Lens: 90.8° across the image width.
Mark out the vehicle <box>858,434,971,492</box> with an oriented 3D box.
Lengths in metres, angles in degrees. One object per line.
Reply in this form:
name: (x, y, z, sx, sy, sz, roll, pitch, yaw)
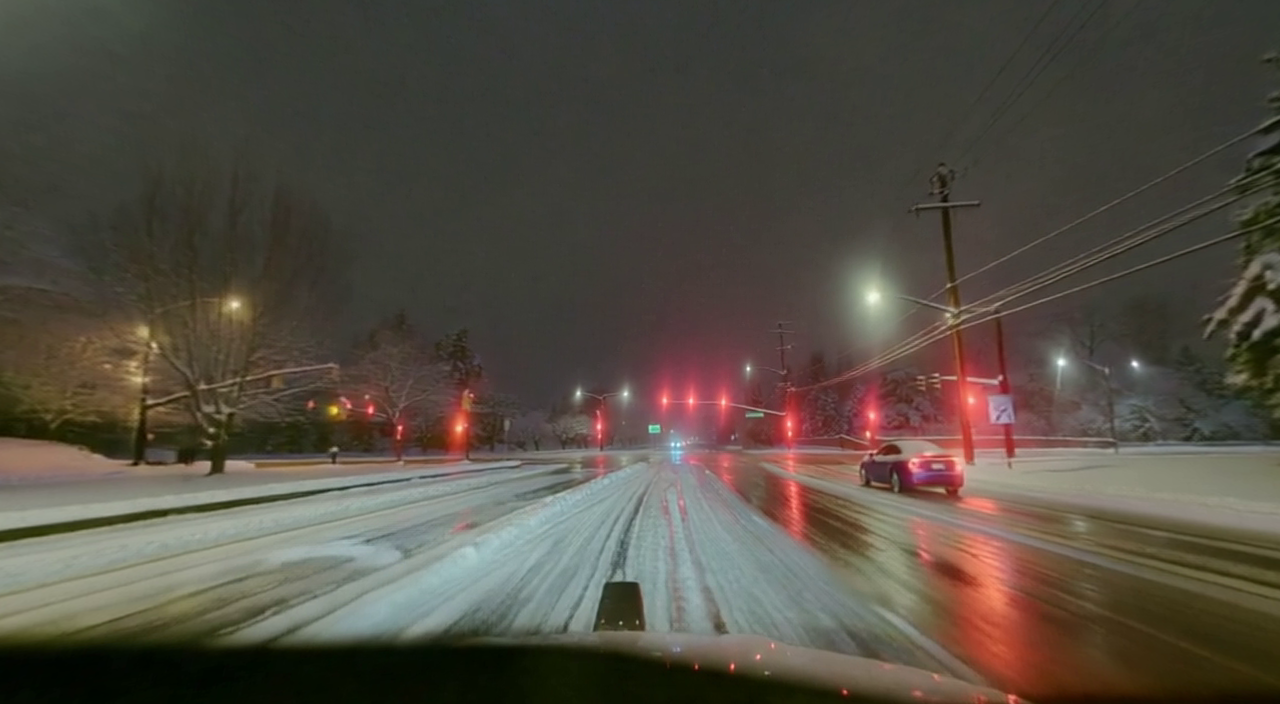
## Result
vehicle: (8.036, 3.274, 18.893, 1.797, 1.544, 3.685, 0, -9, 2)
